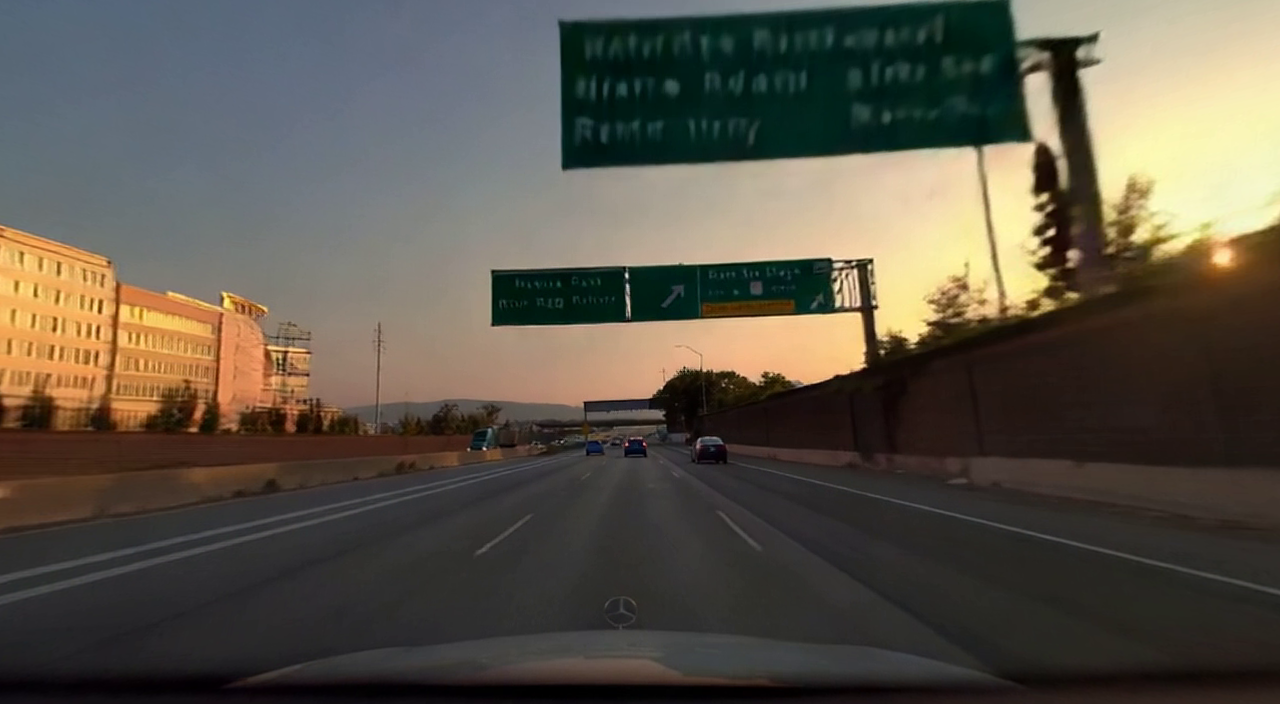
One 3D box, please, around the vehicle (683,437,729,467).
[{"bbox_3d":[3.567,5.478,34.552,1.992,1.532,3.996,0,-8,-1],"label":"vehicle"}]
